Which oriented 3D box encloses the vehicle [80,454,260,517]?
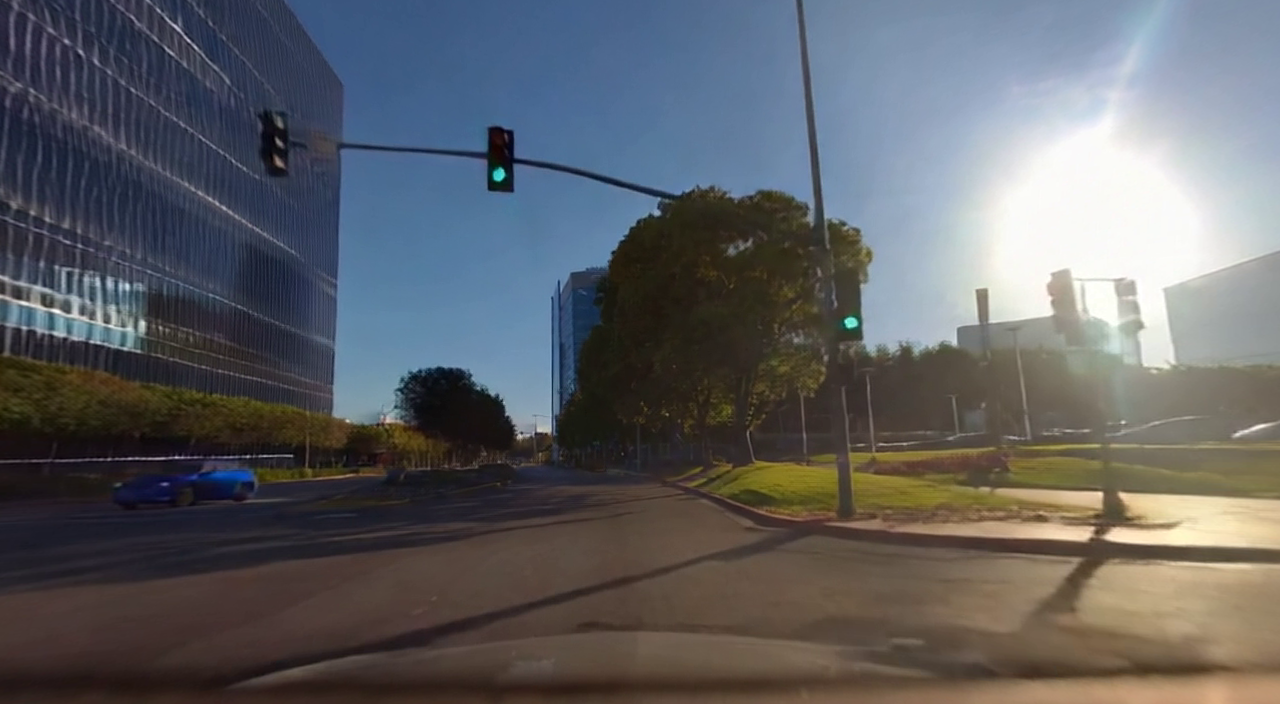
[{"bbox_3d":[-12.822,3.631,17.628,1.906,1.502,4.396,2,-9,-5],"label":"vehicle"}]
